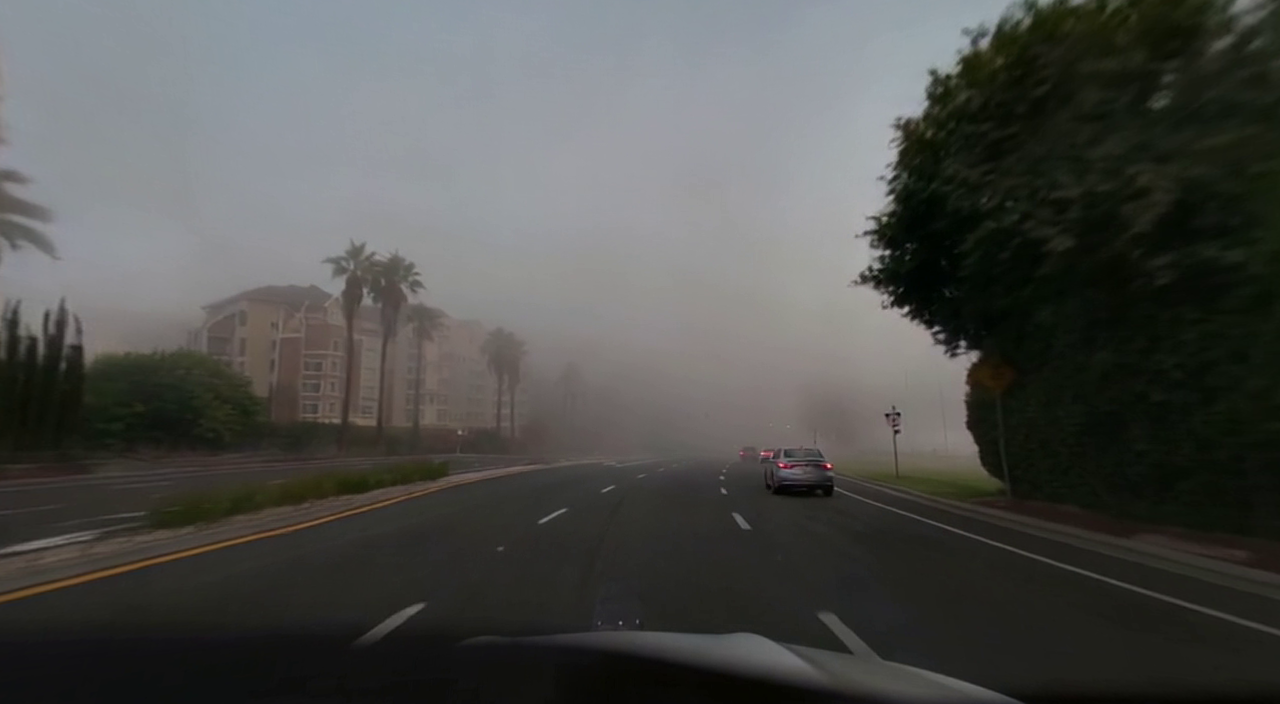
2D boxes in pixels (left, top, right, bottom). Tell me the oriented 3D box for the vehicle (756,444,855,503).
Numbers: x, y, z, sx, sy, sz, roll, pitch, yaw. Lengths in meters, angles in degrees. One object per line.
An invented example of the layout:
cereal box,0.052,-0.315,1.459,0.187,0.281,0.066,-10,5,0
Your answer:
vehicle,4.563,3.376,18.016,1.993,1.483,3.821,-1,-9,4
